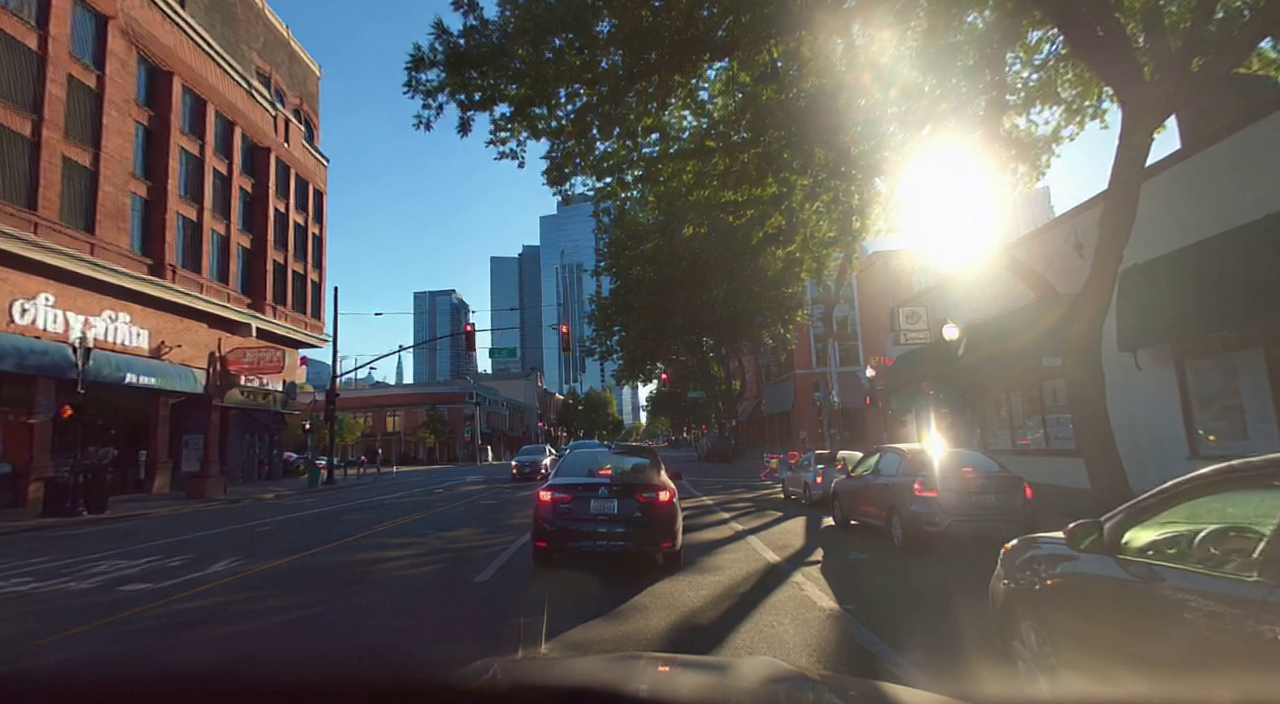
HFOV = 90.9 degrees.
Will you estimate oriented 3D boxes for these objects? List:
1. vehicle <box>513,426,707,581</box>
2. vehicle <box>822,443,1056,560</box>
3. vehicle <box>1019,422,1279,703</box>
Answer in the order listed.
[{"bbox_3d":[-0.337,1.751,8.066,1.888,1.489,3.703,0,-8,-2],"label":"vehicle"},{"bbox_3d":[4.588,2.295,10.615,1.912,1.505,4.618,-1,-8,4],"label":"vehicle"},{"bbox_3d":[3.179,0.827,1.104,2.006,1.496,4.767,0,-9,-1],"label":"vehicle"}]
